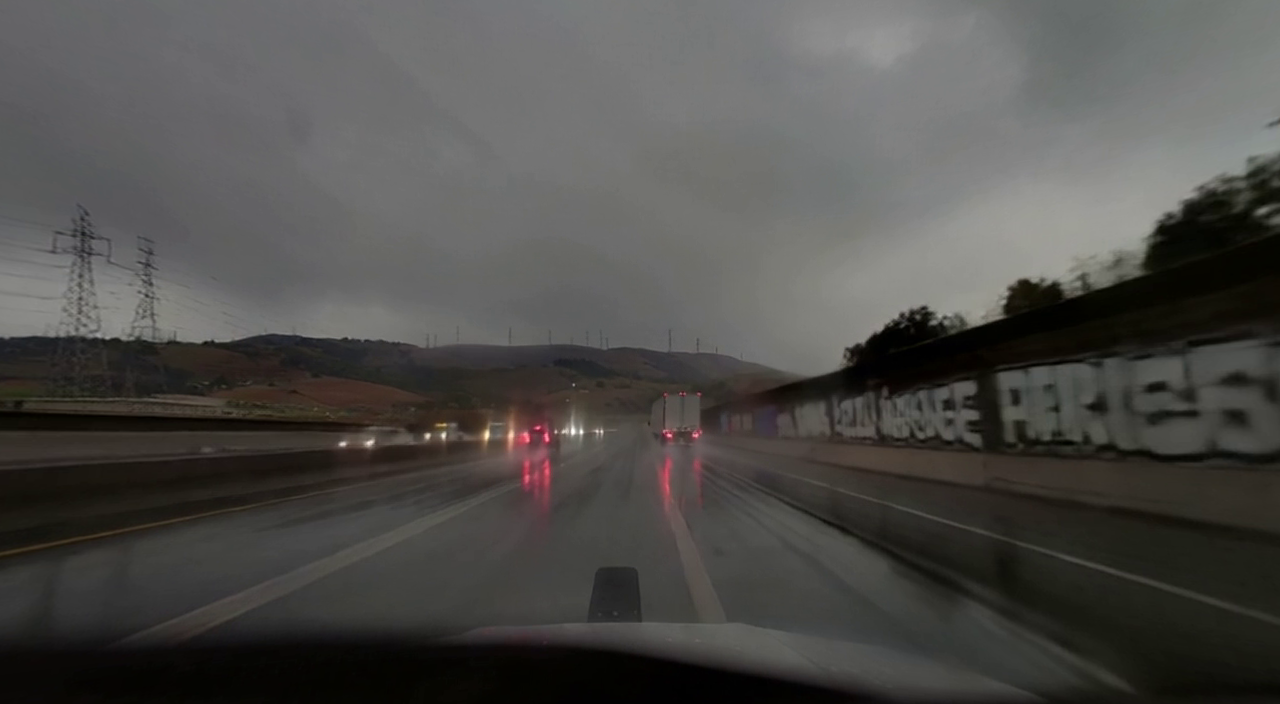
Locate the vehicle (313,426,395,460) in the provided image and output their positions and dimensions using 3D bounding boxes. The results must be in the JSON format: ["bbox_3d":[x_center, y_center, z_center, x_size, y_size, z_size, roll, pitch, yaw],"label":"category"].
[{"bbox_3d":[-16.180,5.181,36.028,2.118,1.765,5.524,0,-8,0],"label":"vehicle"}]

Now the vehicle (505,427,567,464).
[{"bbox_3d":[-4.517,4.134,28.065,1.965,1.486,4.448,0,-8,0],"label":"vehicle"}]

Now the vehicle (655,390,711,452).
[{"bbox_3d":[2.807,5.014,44.839,3.060,3.842,11.095,0,-8,-1],"label":"vehicle"}]
